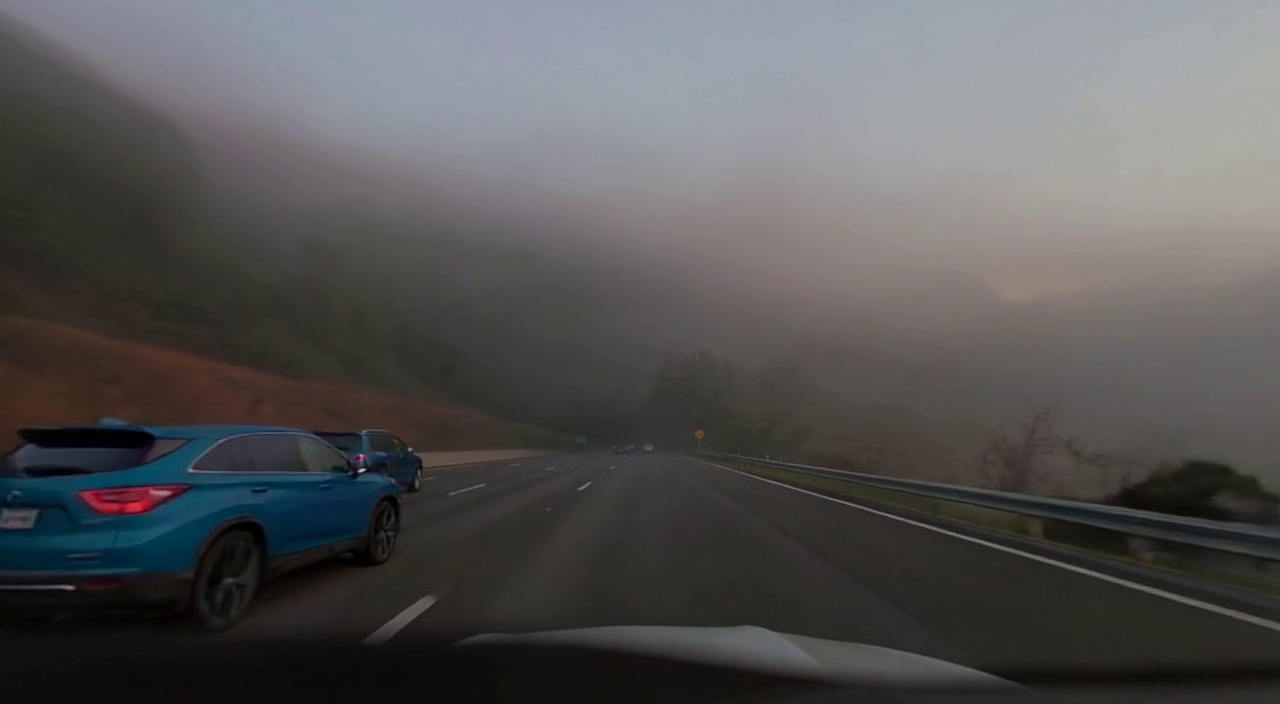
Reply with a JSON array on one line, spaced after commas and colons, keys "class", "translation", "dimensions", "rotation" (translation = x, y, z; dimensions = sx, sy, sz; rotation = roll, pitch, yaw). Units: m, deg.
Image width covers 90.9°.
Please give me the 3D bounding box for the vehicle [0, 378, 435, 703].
[{"class": "vehicle", "translation": [-3.469, 1.279, 5.308], "dimensions": [1.983, 1.663, 4.290], "rotation": [0, -9, 0]}]
